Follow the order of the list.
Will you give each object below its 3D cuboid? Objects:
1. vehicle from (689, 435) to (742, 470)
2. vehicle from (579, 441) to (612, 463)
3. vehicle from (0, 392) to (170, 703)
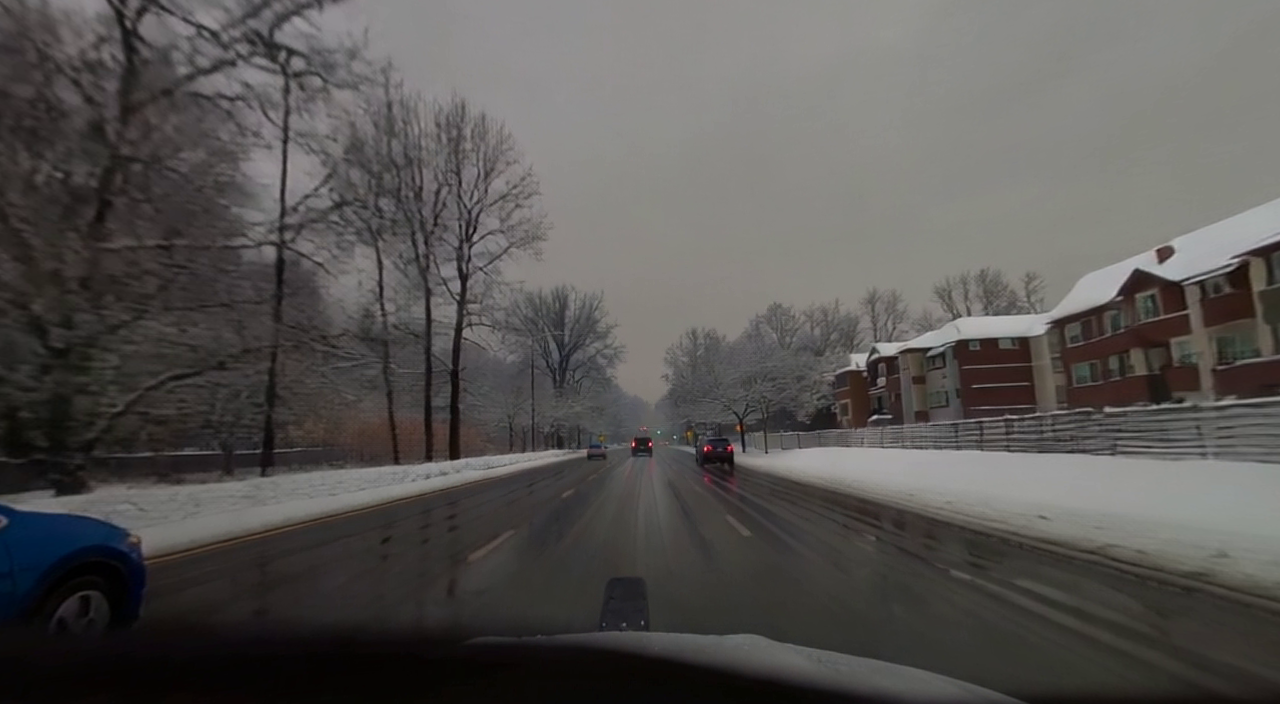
[{"bbox_3d":[3.817,5.170,32.642,2.182,1.688,4.187,0,-8,-1],"label":"vehicle"},{"bbox_3d":[-3.015,6.877,43.533,1.940,1.473,4.133,0,-8,1],"label":"vehicle"},{"bbox_3d":[-3.730,0.685,0.974,2.091,1.503,4.989,0,-8,1],"label":"vehicle"}]
